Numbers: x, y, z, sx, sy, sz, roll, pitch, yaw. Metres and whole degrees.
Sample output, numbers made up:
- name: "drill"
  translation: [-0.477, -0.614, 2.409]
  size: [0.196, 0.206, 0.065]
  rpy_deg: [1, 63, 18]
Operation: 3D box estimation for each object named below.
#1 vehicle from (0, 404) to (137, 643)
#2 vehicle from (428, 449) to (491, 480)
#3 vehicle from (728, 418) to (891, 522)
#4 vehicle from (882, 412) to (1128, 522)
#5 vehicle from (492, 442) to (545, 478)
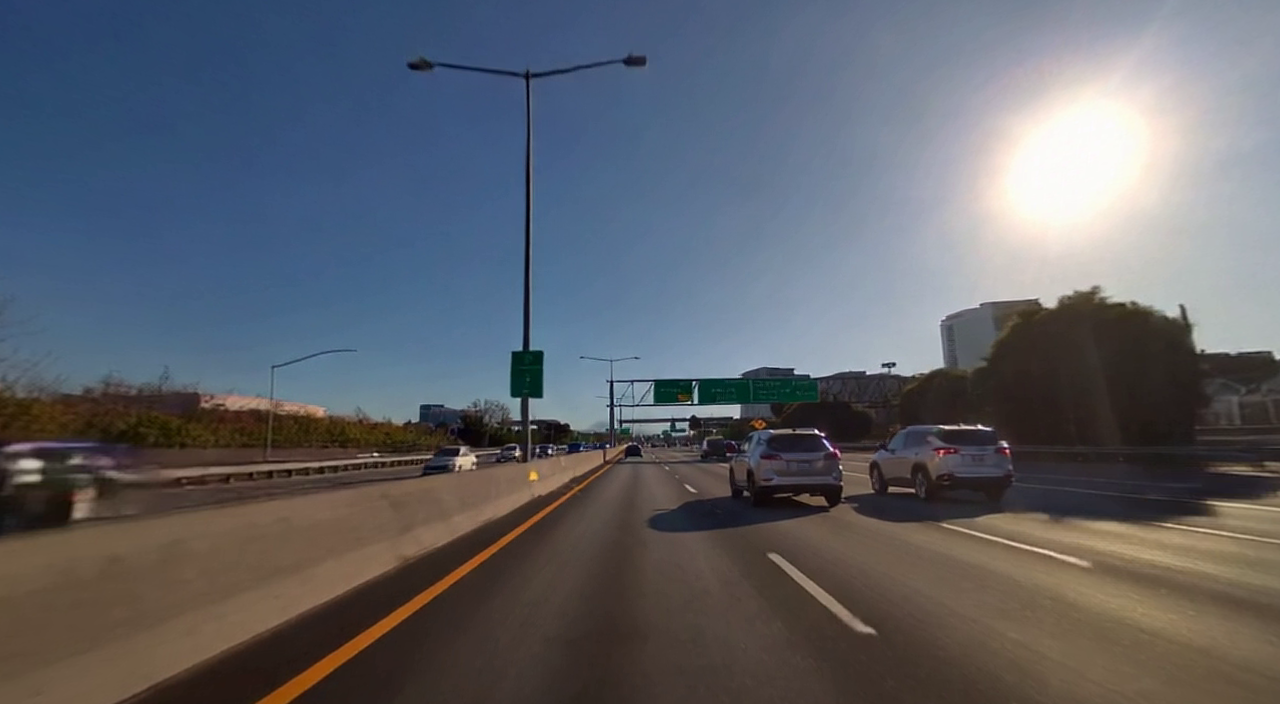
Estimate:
- name: "vehicle"
  translation: [-5.522, 1.015, 3.200]
  size: [2.184, 1.638, 4.522]
  rpy_deg: [0, -9, 0]
- name: "vehicle"
  translation: [-9.319, 5.846, 32.992]
  size: [1.950, 1.464, 4.309]
  rpy_deg: [0, -9, 1]
- name: "vehicle"
  translation: [3.135, 2.298, 12.738]
  size: [2.059, 1.711, 4.302]
  rpy_deg: [0, -9, 0]
- name: "vehicle"
  translation: [7.006, 2.282, 12.998]
  size: [2.040, 1.801, 4.959]
  rpy_deg: [0, -9, 0]
- name: "vehicle"
  translation: [-5.794, 5.174, 30.604]
  size: [1.827, 1.619, 3.866]
  rpy_deg: [0, -9, -1]
